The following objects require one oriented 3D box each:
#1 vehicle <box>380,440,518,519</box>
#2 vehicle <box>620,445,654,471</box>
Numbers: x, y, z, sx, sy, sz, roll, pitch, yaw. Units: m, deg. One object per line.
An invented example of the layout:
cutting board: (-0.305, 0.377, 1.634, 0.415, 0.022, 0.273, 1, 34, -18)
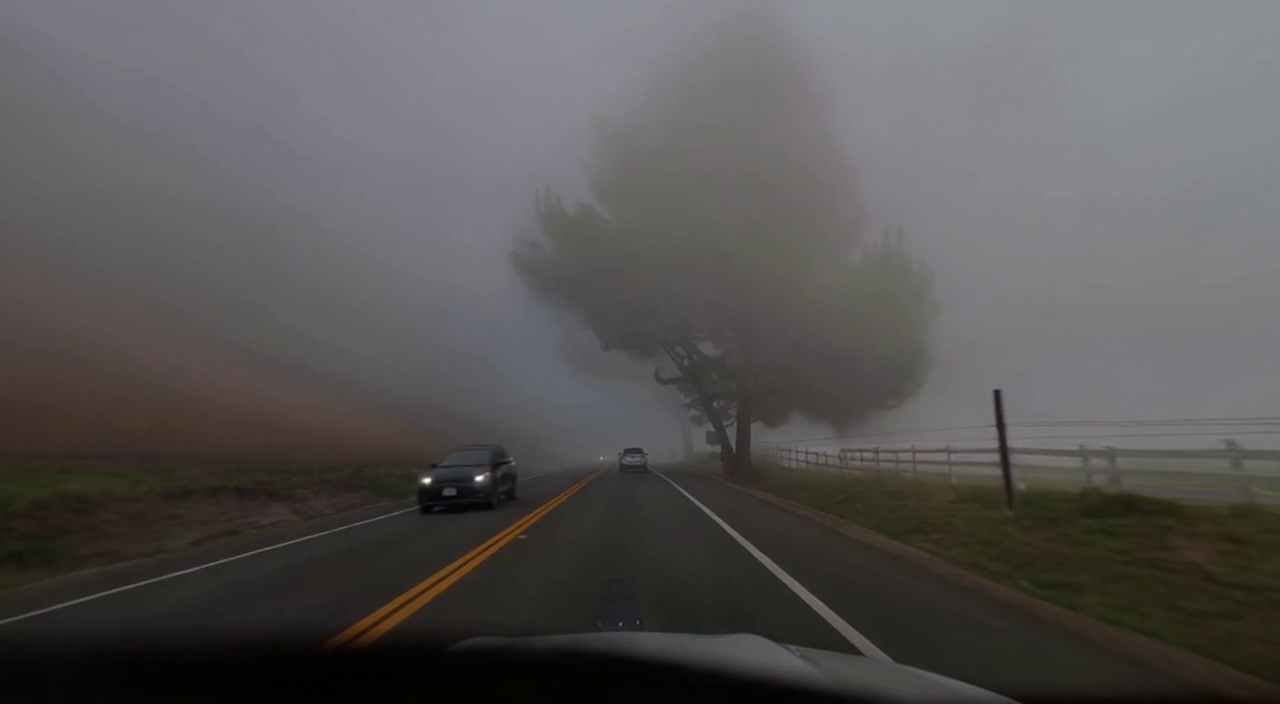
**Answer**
vehicle: (-4.310, 2.934, 15.021, 1.989, 1.600, 3.979, 0, -9, 1)
vehicle: (-0.232, 7.060, 42.279, 2.158, 1.669, 4.006, 0, -9, -1)
